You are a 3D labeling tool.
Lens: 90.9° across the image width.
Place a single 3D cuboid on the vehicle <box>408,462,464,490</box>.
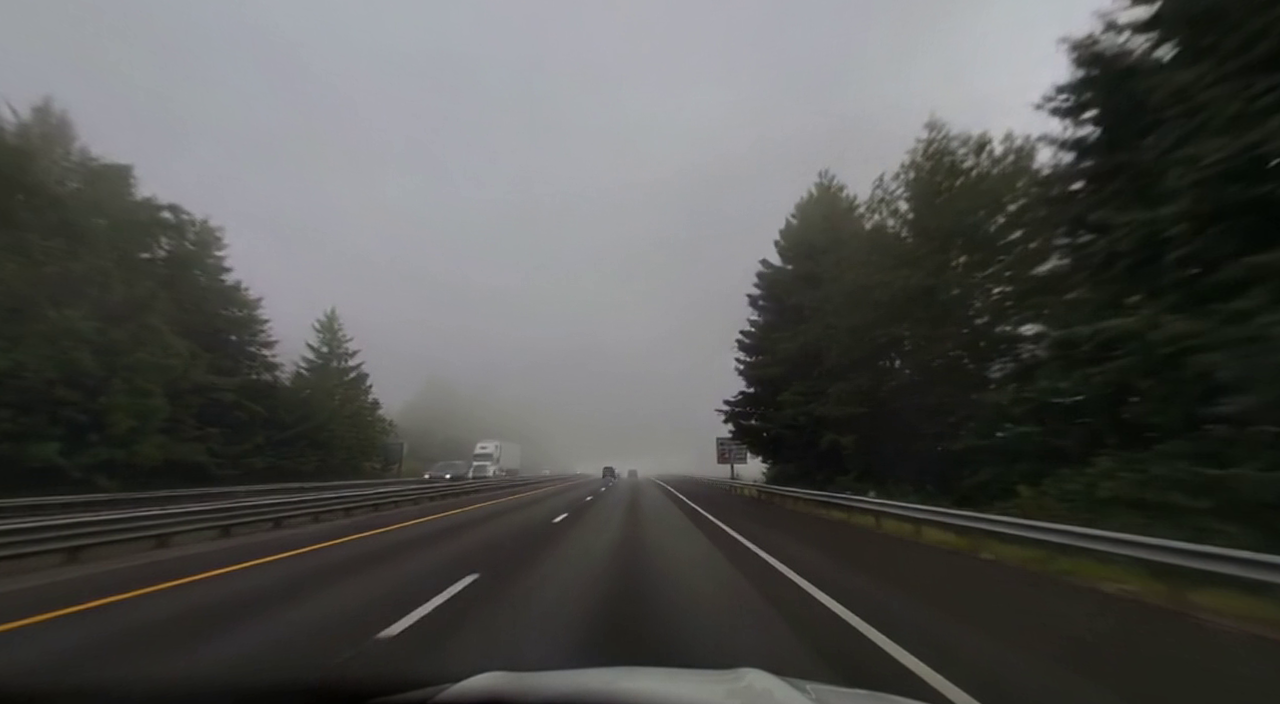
[{"bbox_3d":[-11.589,7.084,36.082,1.828,1.481,4.104,1,-10,0],"label":"vehicle"}]
